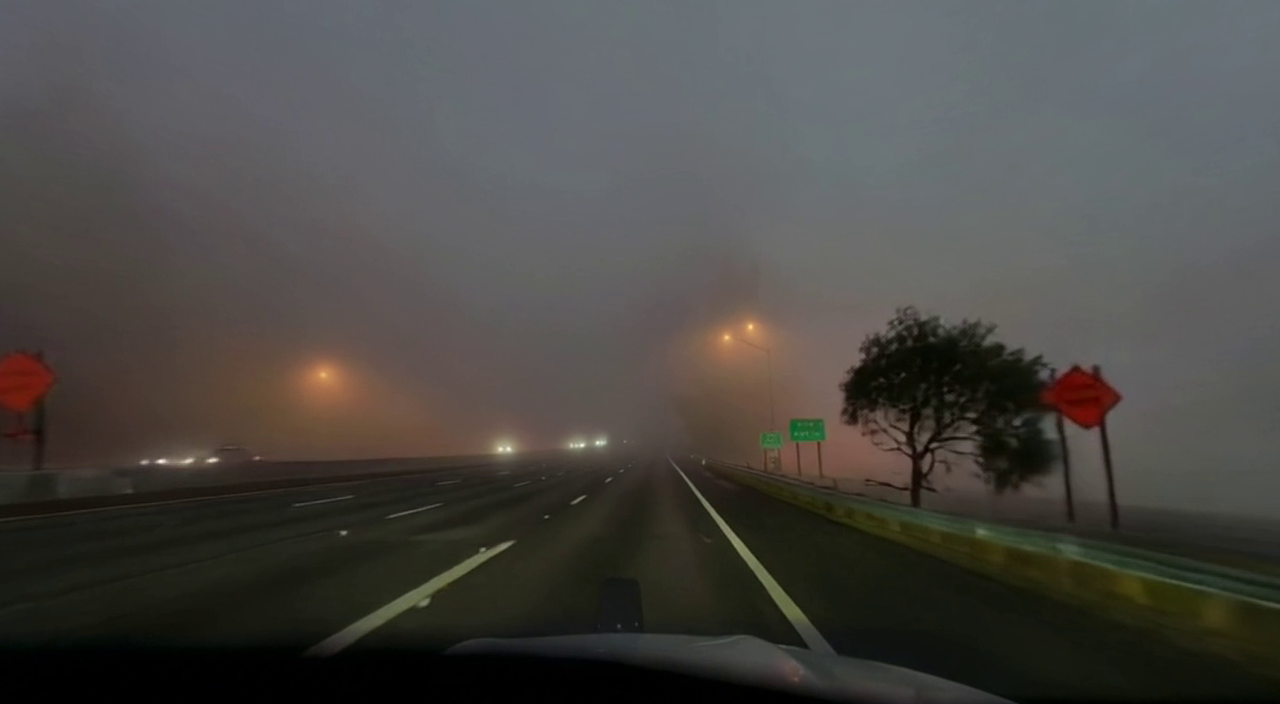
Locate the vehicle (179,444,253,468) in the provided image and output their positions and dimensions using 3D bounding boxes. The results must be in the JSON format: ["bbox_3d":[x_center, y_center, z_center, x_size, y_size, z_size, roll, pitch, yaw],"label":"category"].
[{"bbox_3d":[-29.473,7.226,43.938,1.881,1.526,4.429,0,-8,3],"label":"vehicle"}]
